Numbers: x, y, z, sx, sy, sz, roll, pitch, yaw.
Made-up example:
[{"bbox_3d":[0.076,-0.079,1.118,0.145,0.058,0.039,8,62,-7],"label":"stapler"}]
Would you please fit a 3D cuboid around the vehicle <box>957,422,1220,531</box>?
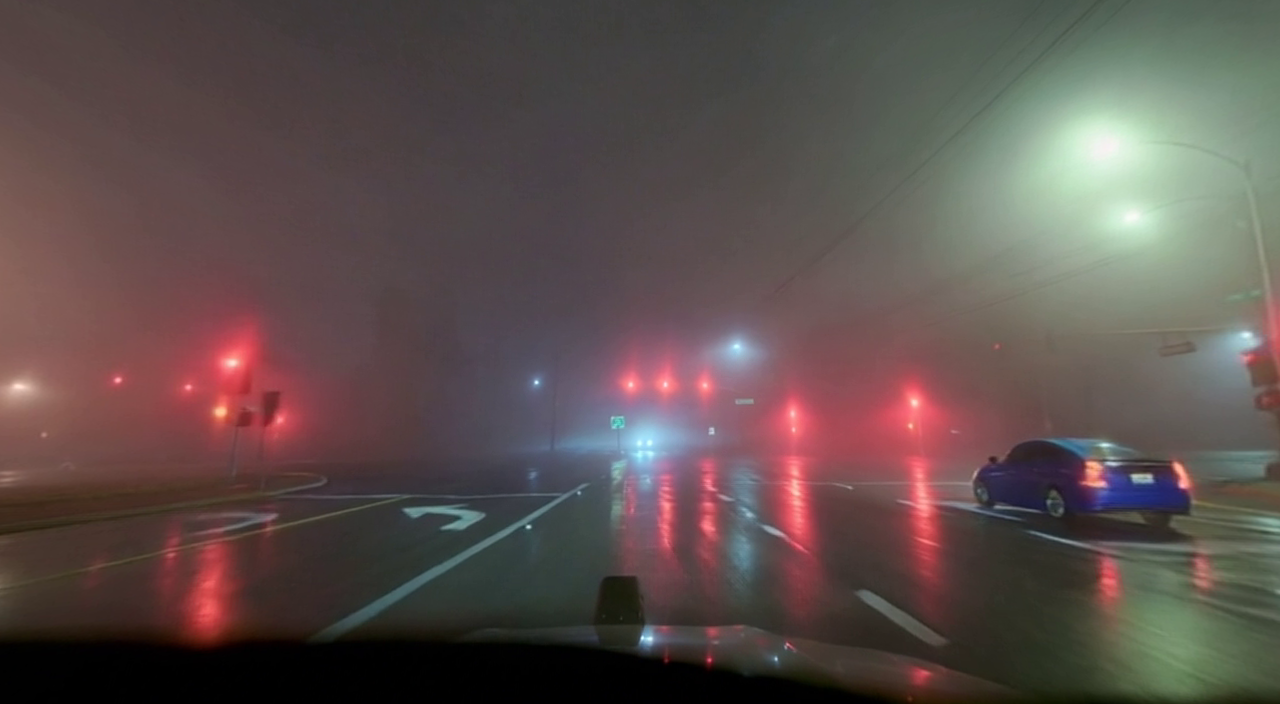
[{"bbox_3d":[7.398,2.072,10.972,1.797,1.544,3.685,0,-9,0],"label":"vehicle"}]
